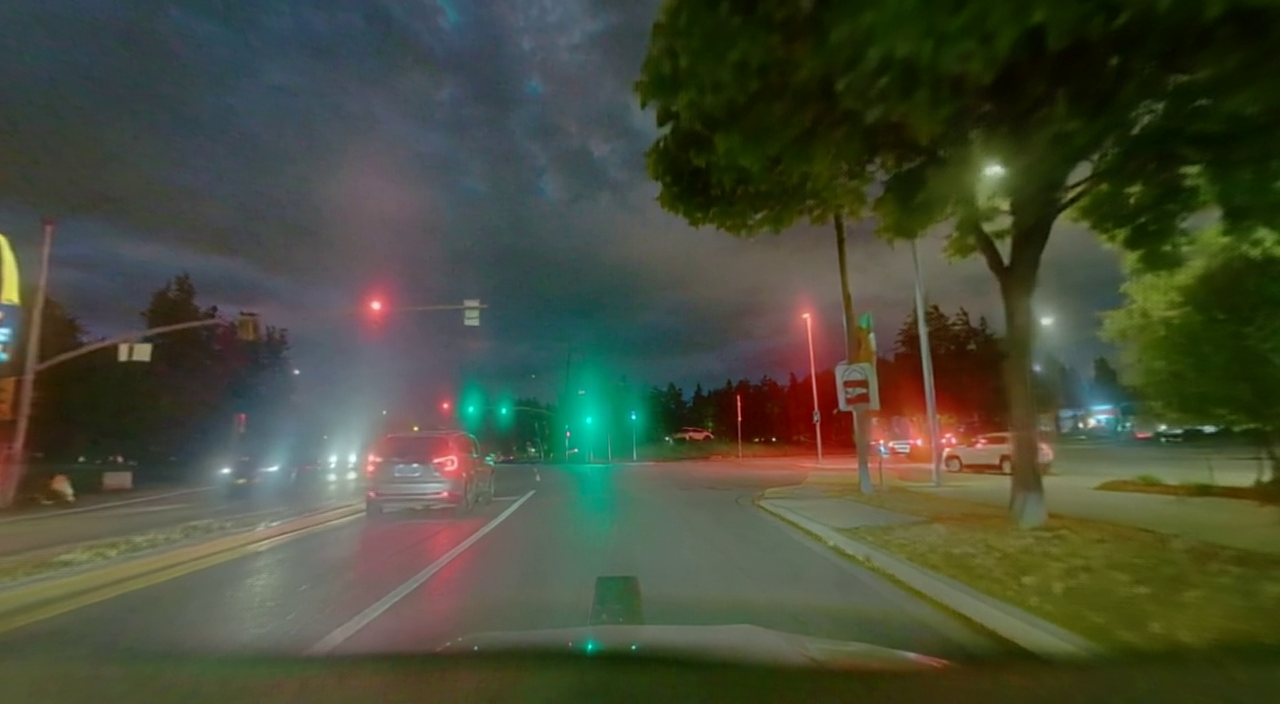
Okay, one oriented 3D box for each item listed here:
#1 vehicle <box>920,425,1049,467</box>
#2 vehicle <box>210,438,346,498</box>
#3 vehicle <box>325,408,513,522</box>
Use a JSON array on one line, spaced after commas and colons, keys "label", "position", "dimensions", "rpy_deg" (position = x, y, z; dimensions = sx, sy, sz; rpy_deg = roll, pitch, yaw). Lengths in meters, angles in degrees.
[{"label": "vehicle", "position": [15.569, 4.304, 28.906], "dimensions": [4.857, 1.803, 2.147], "rpy_deg": [-4, -9, 21]}, {"label": "vehicle", "position": [-12.079, 3.859, 21.550], "dimensions": [2.433, 1.784, 4.681], "rpy_deg": [1, -9, -9]}, {"label": "vehicle", "position": [-4.046, 2.188, 12.709], "dimensions": [2.134, 1.799, 5.082], "rpy_deg": [0, -9, -3]}]
